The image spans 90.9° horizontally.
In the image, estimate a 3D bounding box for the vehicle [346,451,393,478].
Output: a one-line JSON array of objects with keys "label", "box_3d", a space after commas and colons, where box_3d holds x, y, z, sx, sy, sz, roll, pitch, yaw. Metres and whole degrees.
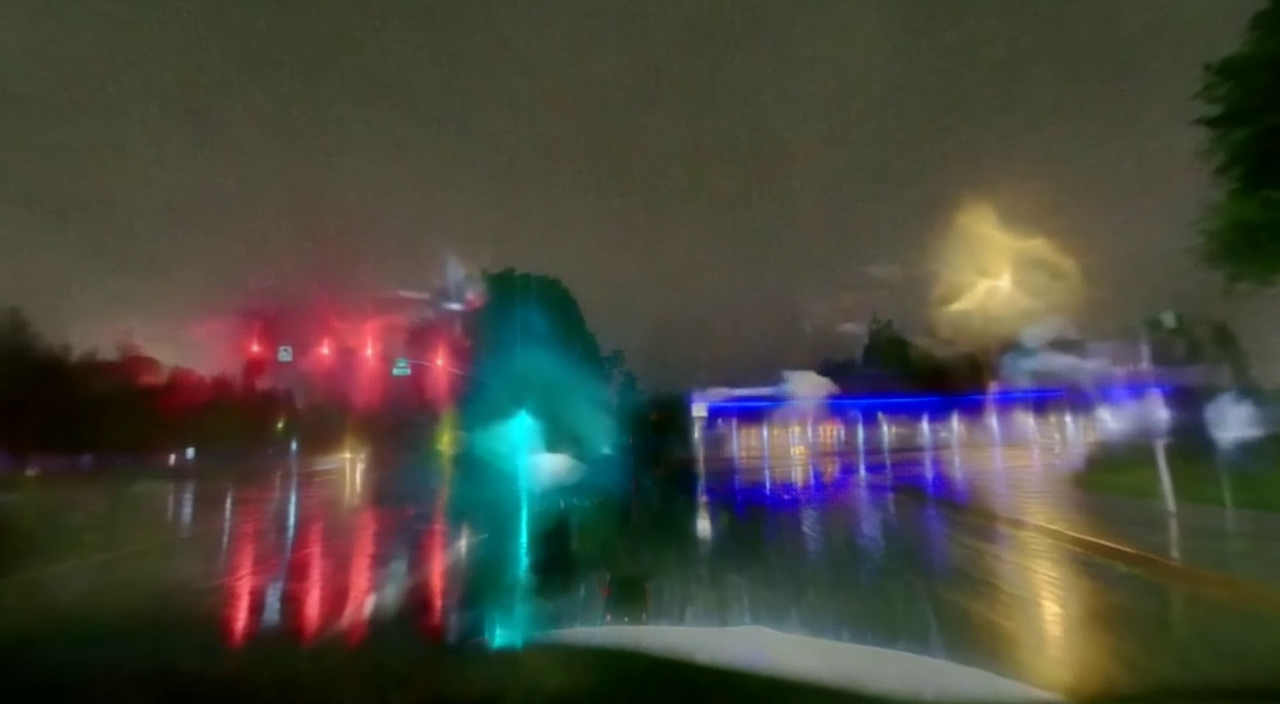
[{"label": "vehicle", "box_3d": [-20.889, 8.642, 48.564, 2.336, 1.923, 5.570, 6, -11, -32]}]
